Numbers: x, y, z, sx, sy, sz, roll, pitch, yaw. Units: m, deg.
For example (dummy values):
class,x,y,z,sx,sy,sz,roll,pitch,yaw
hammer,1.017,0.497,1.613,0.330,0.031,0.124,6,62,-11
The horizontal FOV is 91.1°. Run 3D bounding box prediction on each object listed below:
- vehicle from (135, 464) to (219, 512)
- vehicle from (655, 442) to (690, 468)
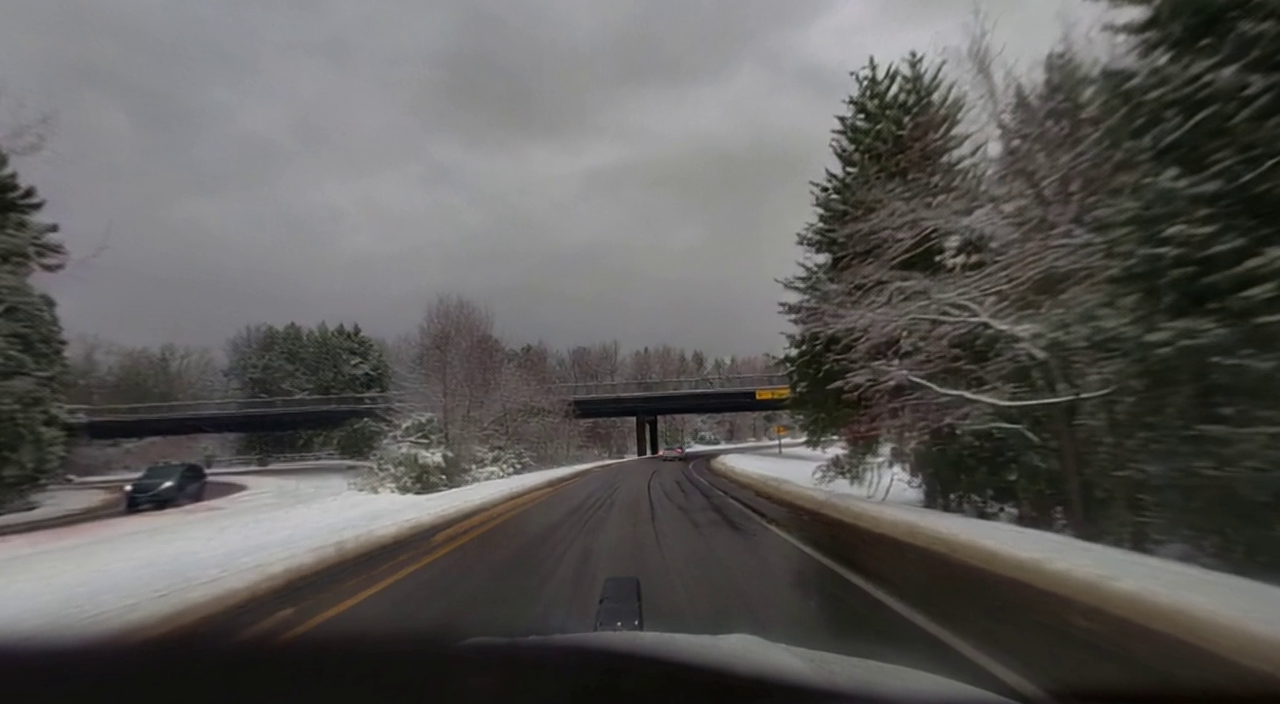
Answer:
class,x,y,z,sx,sy,sz,roll,pitch,yaw
vehicle,-18.414,5.380,25.216,1.877,1.603,4.215,4,-10,-25
vehicle,1.962,6.125,37.518,1.980,1.449,3.650,-1,-9,4
